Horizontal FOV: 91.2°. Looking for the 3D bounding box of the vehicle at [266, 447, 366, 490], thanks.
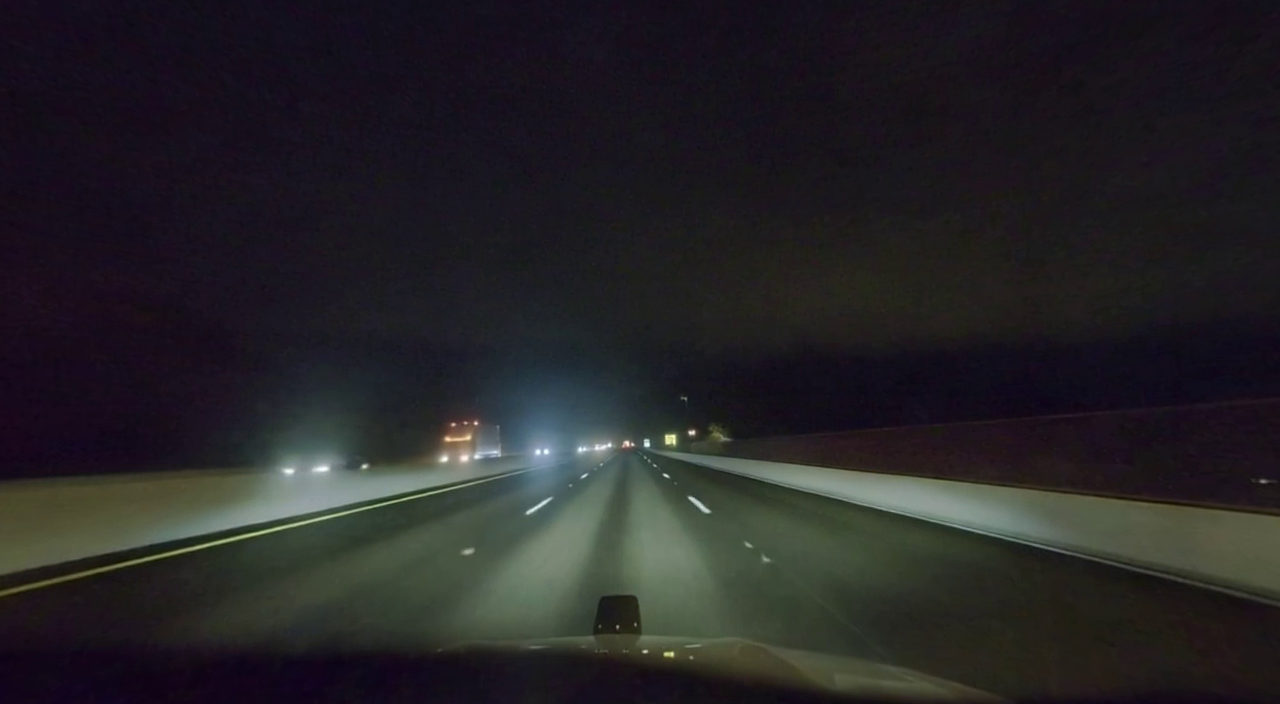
[{"bbox_3d":[-12.982,4.645,25.446,1.903,1.555,4.299,0,-9,-2],"label":"vehicle"}]
